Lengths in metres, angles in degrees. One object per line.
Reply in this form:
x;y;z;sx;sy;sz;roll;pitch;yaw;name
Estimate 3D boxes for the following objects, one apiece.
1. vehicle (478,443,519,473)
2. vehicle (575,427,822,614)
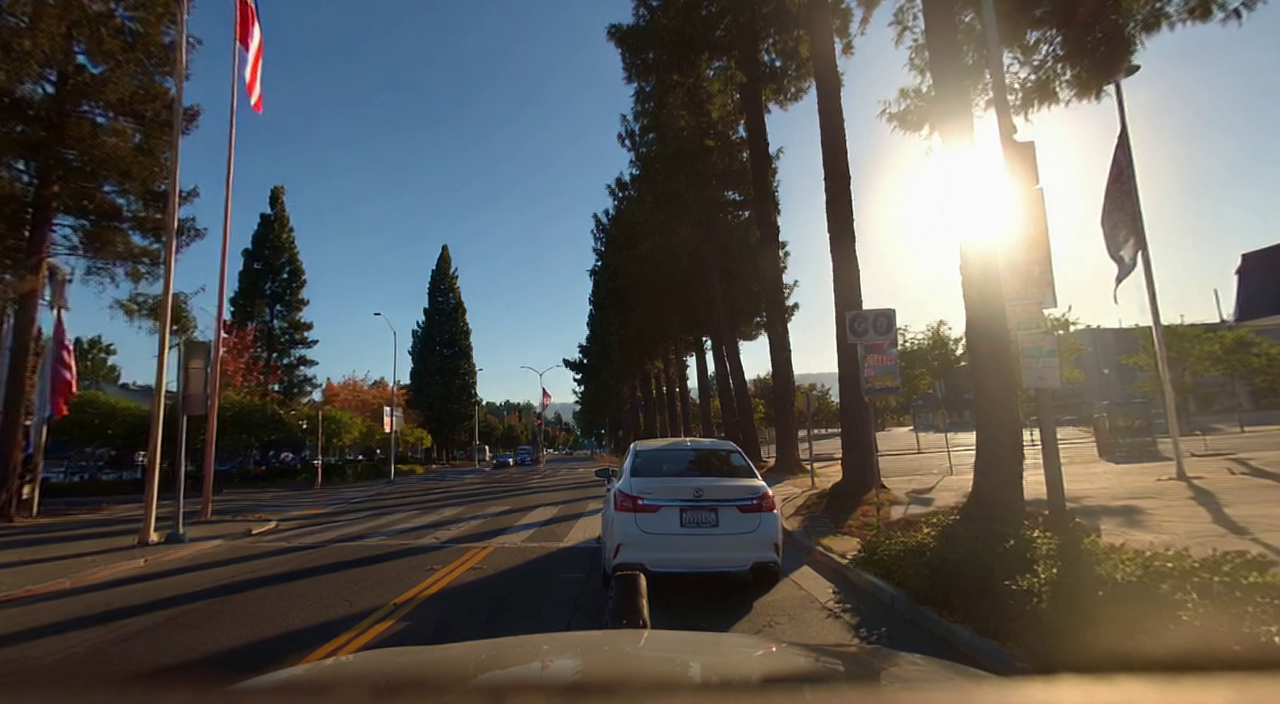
-9.985;7.490;44.740;2.212;1.948;4.537;0;-9;-5;vehicle
0.385;1.637;6.954;1.985;1.463;3.647;0;-9;-3;vehicle
